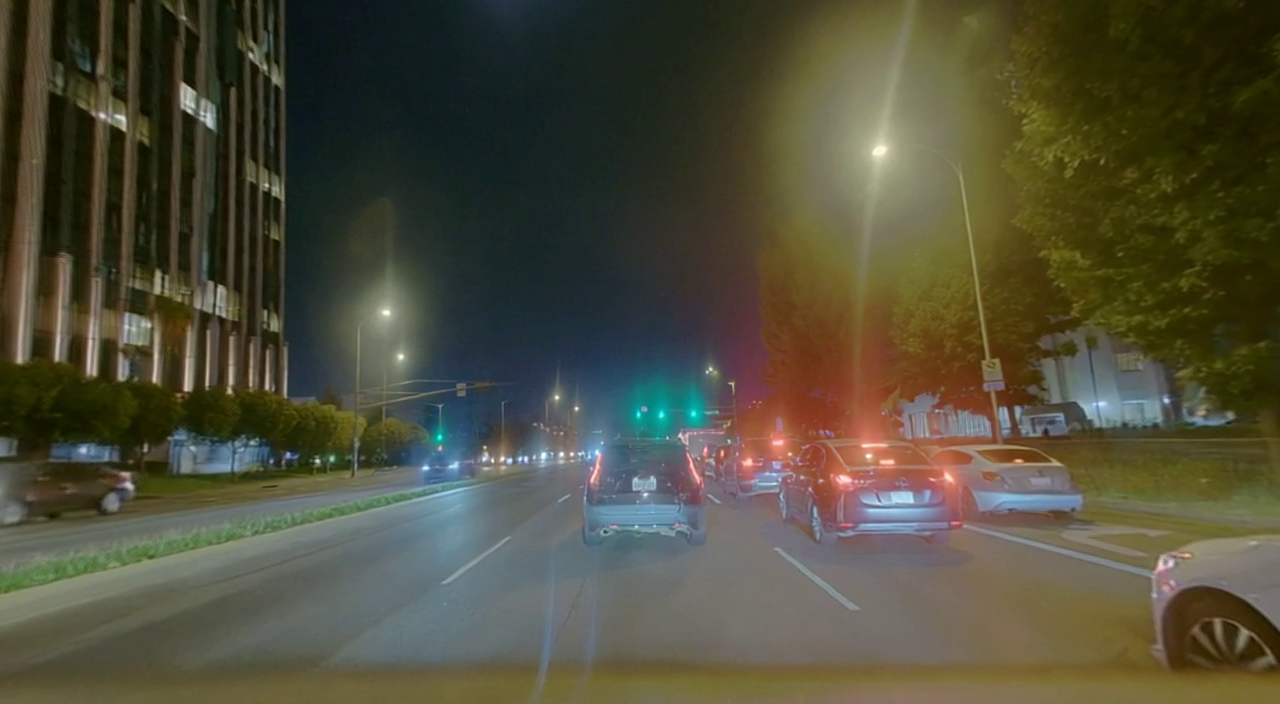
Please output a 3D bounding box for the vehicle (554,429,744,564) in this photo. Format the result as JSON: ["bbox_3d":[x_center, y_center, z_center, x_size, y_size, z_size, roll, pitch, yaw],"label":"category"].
[{"bbox_3d":[0.061,1.906,9.126,2.105,1.474,4.127,0,-8,-1],"label":"vehicle"}]

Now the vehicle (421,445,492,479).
[{"bbox_3d":[-9.100,5.454,31.729,2.000,1.519,4.964,0,-8,1],"label":"vehicle"}]

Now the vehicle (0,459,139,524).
[{"bbox_3d":[-16.115,3.634,16.815,1.848,1.447,4.501,0,-8,0],"label":"vehicle"}]

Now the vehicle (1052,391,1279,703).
[{"bbox_3d":[3.218,0.709,1.014,1.982,1.491,4.664,0,-8,0],"label":"vehicle"}]

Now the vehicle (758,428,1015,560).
[{"bbox_3d":[3.258,1.961,9.548,1.995,1.483,4.533,0,-8,-1],"label":"vehicle"}]
